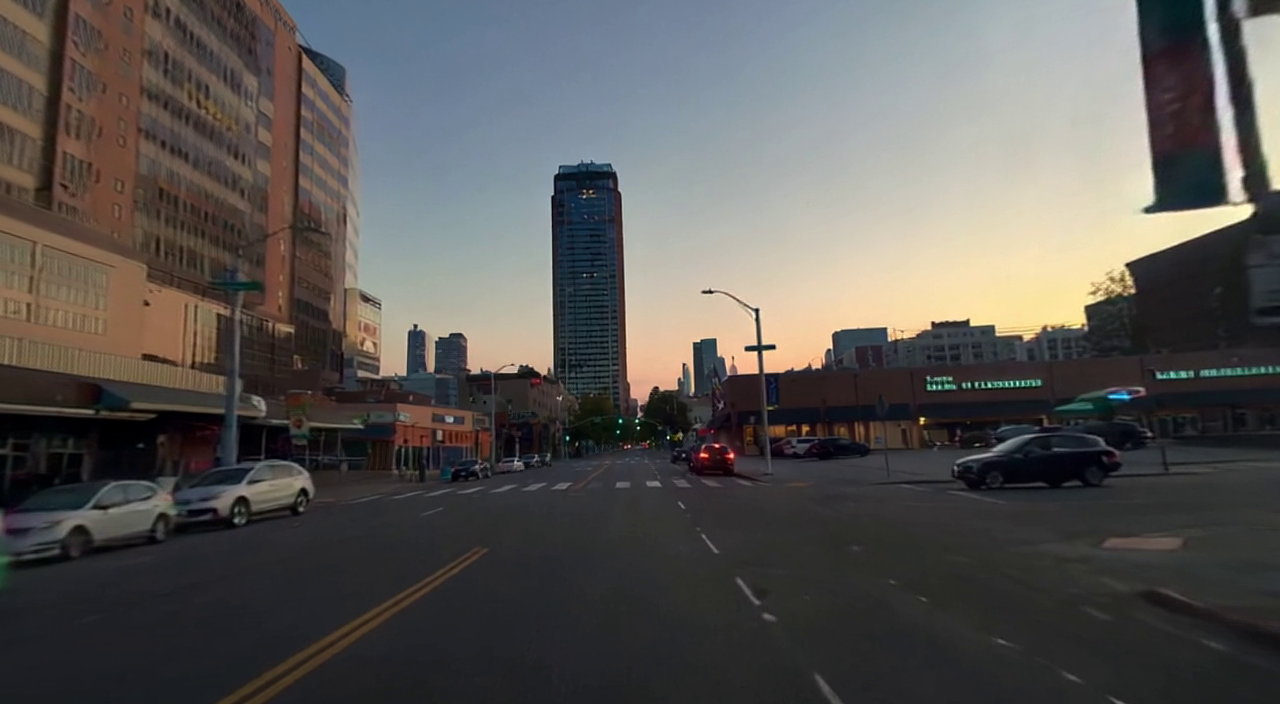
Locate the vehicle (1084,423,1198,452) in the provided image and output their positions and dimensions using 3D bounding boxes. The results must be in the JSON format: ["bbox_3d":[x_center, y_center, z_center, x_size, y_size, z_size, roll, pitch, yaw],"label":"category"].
[{"bbox_3d":[27.157,4.649,34.347,4.472,1.500,1.837,-1,-8,3],"label":"vehicle"}]

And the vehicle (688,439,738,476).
[{"bbox_3d":[3.706,5.434,32.892,2.118,1.779,5.121,-1,-8,2],"label":"vehicle"}]

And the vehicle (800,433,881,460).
[{"bbox_3d":[13.457,6.346,42.572,4.732,1.746,2.141,0,-8,0],"label":"vehicle"}]

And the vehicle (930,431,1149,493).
[{"bbox_3d":[10.679,2.945,17.140,4.611,1.494,1.982,0,-8,-4],"label":"vehicle"}]

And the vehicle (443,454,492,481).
[{"bbox_3d":[-11.118,7.464,41.041,2.018,1.553,4.407,0,-8,-1],"label":"vehicle"}]

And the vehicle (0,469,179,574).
[{"bbox_3d":[-11.075,3.197,12.346,1.586,1.397,3.473,-3,-5,0],"label":"vehicle"}]

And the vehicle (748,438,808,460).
[{"bbox_3d":[10.301,7.253,47.275,4.018,1.645,1.875,0,-8,-3],"label":"vehicle"}]

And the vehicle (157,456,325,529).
[{"bbox_3d":[-11.008,3.848,17.864,1.943,1.713,4.153,-1,-8,2],"label":"vehicle"}]
